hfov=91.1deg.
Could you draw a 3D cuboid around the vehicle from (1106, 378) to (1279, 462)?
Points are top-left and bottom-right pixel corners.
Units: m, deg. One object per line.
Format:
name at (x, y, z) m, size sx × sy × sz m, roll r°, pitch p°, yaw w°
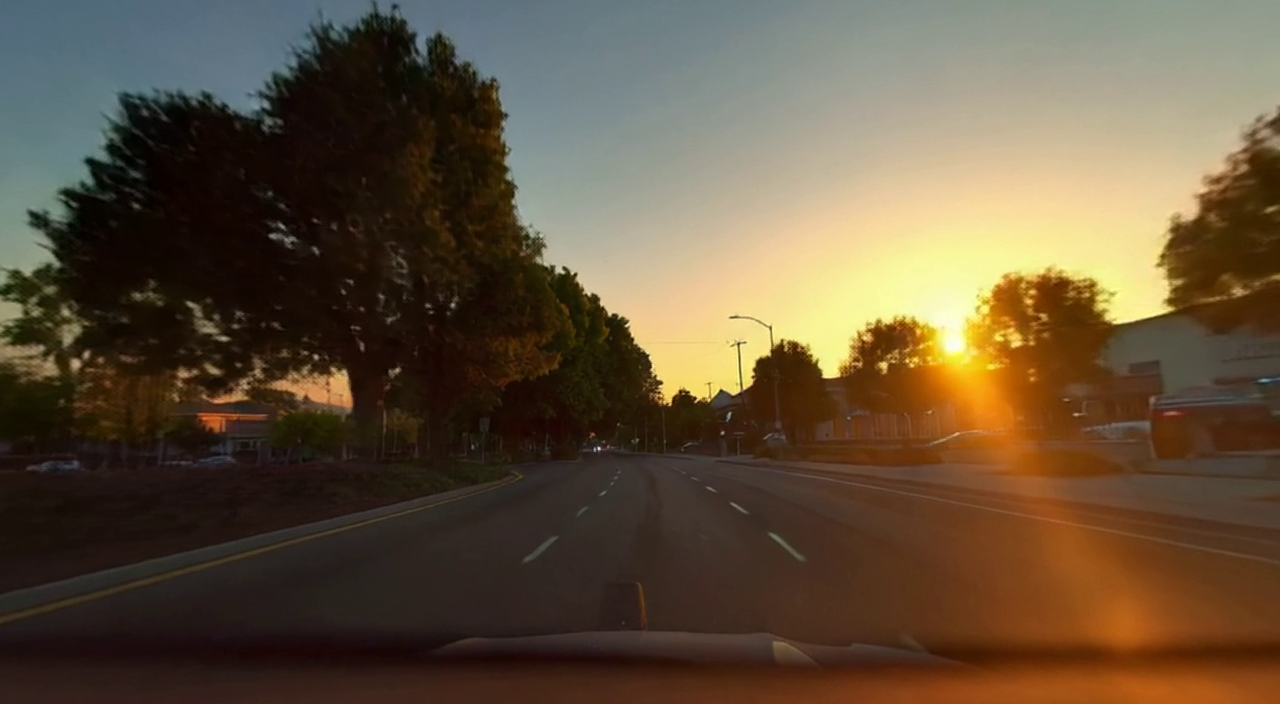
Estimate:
vehicle at (24.069, 2.874, 25.992) m, size 7.144 × 3.248 × 2.873 m, roll 0°, pitch -9°, yaw -1°
